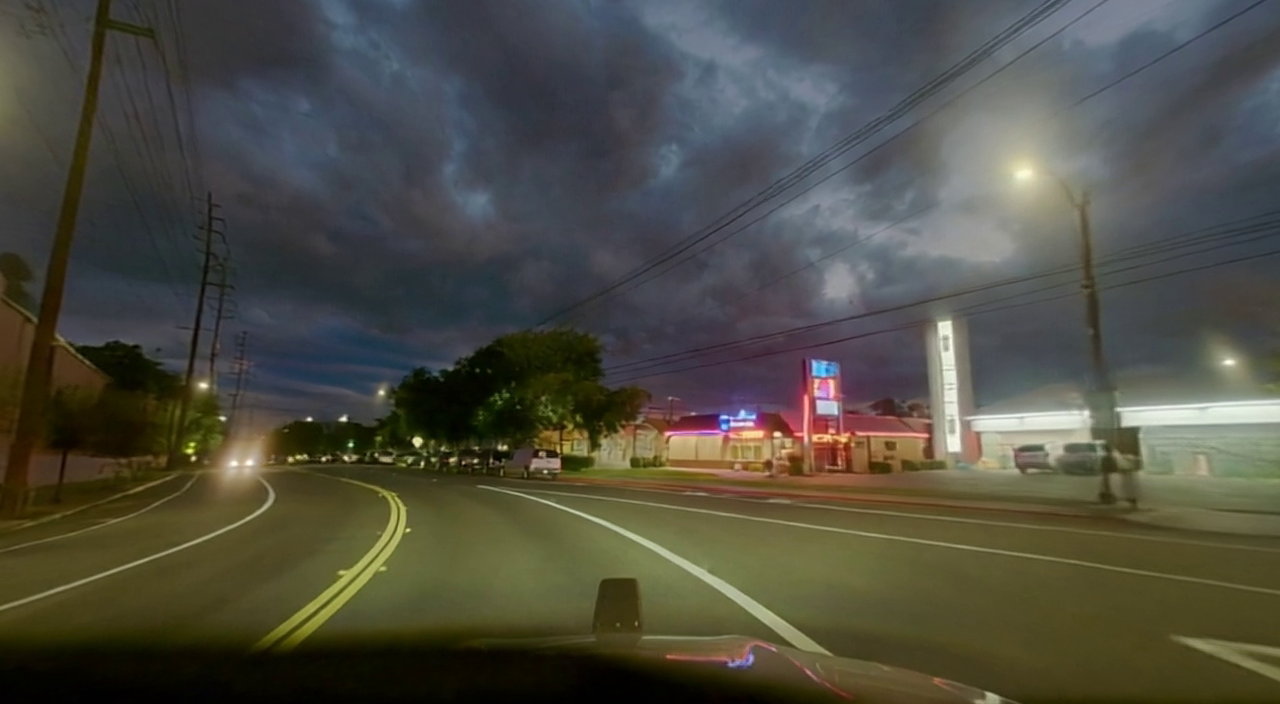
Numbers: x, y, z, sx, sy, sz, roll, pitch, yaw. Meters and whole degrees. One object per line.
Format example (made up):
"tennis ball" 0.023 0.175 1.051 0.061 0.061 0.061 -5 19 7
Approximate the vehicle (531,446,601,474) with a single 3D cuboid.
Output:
"vehicle" -4.289 6.394 37.428 2.074 1.526 4.853 -4 -9 21

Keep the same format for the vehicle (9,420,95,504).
"vehicle" -21.285 3.933 22.906 1.716 2.808 3.001 6 -10 -36

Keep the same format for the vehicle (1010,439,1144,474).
"vehicle" 19.463 4.668 28.211 4.454 1.504 1.970 -1 -9 1
